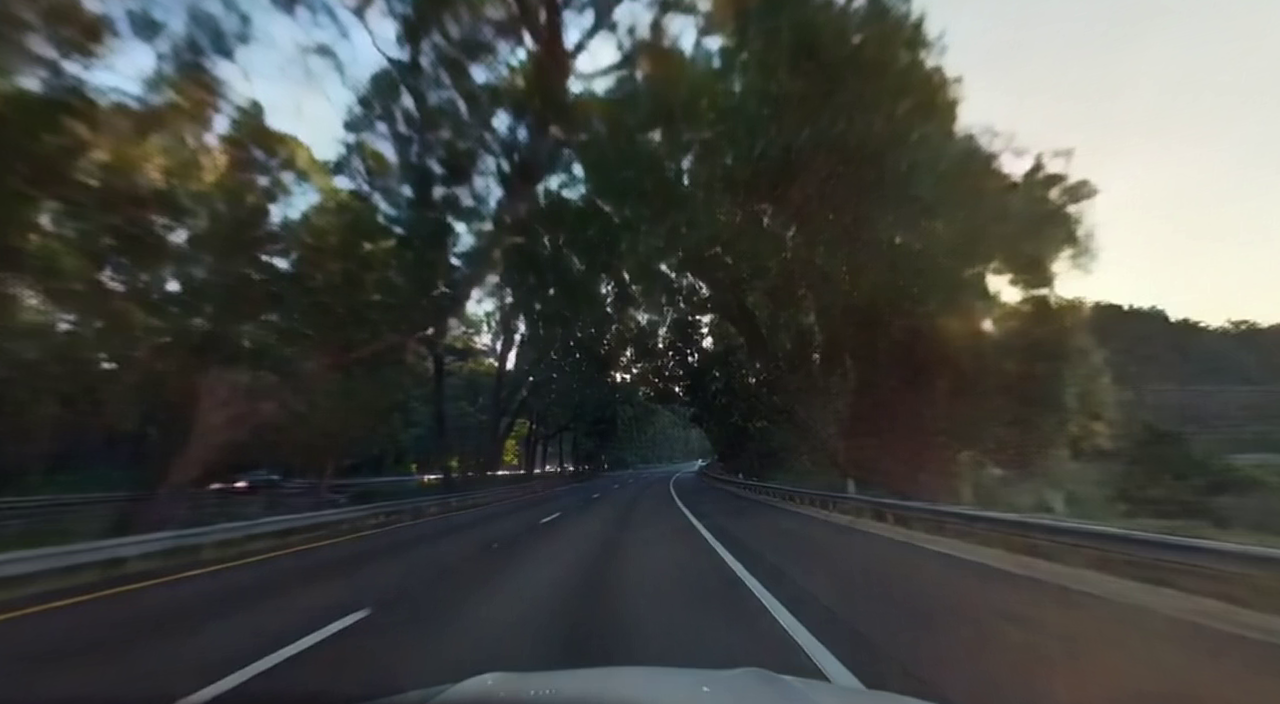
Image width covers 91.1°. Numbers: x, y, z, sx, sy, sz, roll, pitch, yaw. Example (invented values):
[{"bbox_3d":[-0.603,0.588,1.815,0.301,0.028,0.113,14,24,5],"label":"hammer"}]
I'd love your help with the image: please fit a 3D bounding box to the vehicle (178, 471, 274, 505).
[{"bbox_3d":[-20.539,6.722,31.384,1.797,1.516,4.232,1,-10,1],"label":"vehicle"}]
